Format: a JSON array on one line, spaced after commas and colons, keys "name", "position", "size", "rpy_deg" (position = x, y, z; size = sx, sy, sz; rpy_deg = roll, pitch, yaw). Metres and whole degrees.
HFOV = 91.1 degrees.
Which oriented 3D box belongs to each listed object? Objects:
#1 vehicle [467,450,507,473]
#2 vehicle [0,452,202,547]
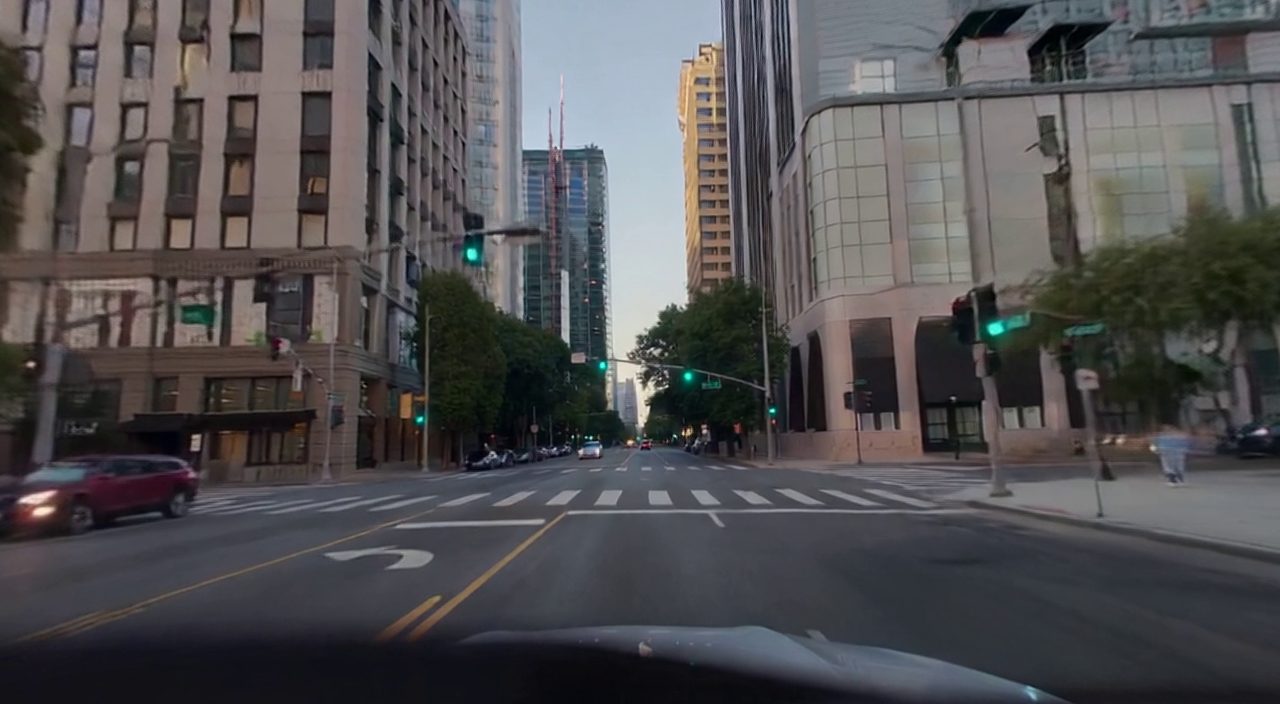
[{"name": "vehicle", "position": [-11.794, 8.470, 48.731], "size": [1.910, 1.511, 4.565], "rpy_deg": [-1, -7, 1]}, {"name": "vehicle", "position": [-12.119, 3.114, 13.834], "size": [1.956, 1.624, 4.186], "rpy_deg": [-3, -8, 0]}]
